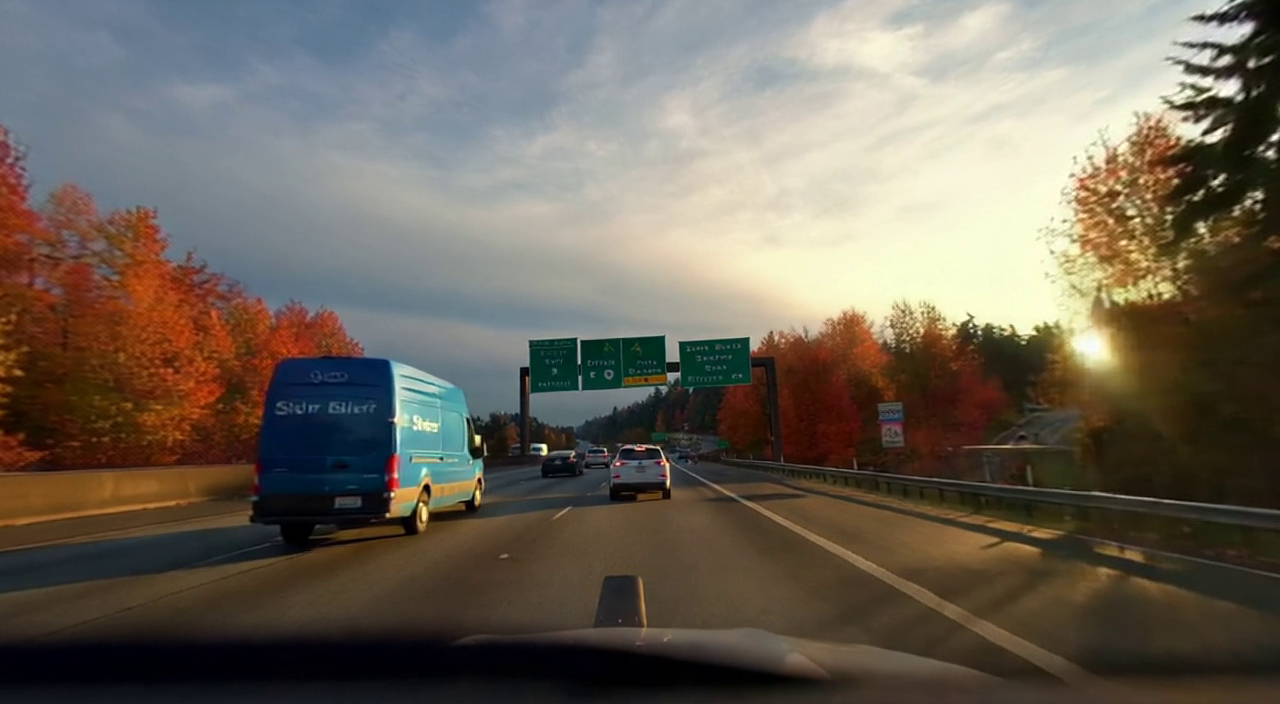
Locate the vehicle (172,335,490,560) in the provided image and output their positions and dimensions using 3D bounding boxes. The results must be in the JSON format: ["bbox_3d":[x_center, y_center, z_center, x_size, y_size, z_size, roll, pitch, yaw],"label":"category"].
[{"bbox_3d":[-4.397,1.568,10.486,2.275,2.692,5.810,0,-9,0],"label":"vehicle"}]

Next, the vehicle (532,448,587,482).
[{"bbox_3d":[-3.759,5.353,29.998,2.015,1.496,4.312,0,-9,1],"label":"vehicle"}]

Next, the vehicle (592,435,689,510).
[{"bbox_3d":[0.019,3.051,16.326,2.195,1.679,4.070,0,-9,1],"label":"vehicle"}]

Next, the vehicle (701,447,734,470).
[{"bbox_3d":[5.511,7.642,45.124,1.962,1.503,4.432,-1,-9,2],"label":"vehicle"}]
